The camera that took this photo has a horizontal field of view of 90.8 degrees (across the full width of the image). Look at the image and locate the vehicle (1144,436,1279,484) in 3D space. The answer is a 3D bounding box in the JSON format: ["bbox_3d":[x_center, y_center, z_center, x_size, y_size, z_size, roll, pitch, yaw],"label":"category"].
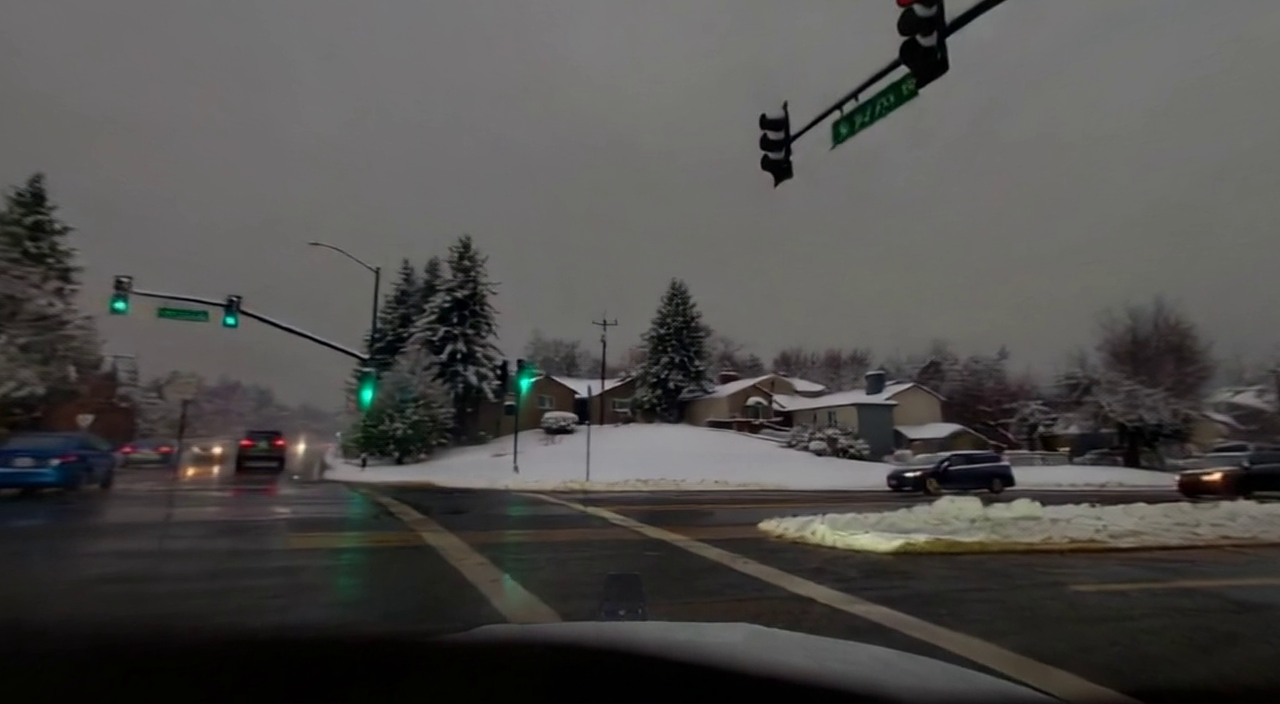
[{"bbox_3d":[22.895,4.178,24.678,5.372,1.714,1.966,2,-9,-13],"label":"vehicle"}]

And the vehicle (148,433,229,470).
[{"bbox_3d":[-19.630,4.333,27.693,1.934,1.459,4.368,4,-9,-23],"label":"vehicle"}]

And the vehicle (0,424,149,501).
[{"bbox_3d":[-13.303,2.479,14.548,1.977,1.488,4.741,4,-9,-24],"label":"vehicle"}]

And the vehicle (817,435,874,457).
[{"bbox_3d":[14.794,6.775,45.683,1.905,1.483,4.322,0,-8,-13],"label":"vehicle"}]

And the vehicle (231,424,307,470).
[{"bbox_3d":[-16.815,4.331,28.880,2.396,1.881,4.606,4,-9,-24],"label":"vehicle"}]

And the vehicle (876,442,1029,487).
[{"bbox_3d":[10.574,3.797,21.539,4.353,1.431,1.876,2,-9,-11],"label":"vehicle"}]
